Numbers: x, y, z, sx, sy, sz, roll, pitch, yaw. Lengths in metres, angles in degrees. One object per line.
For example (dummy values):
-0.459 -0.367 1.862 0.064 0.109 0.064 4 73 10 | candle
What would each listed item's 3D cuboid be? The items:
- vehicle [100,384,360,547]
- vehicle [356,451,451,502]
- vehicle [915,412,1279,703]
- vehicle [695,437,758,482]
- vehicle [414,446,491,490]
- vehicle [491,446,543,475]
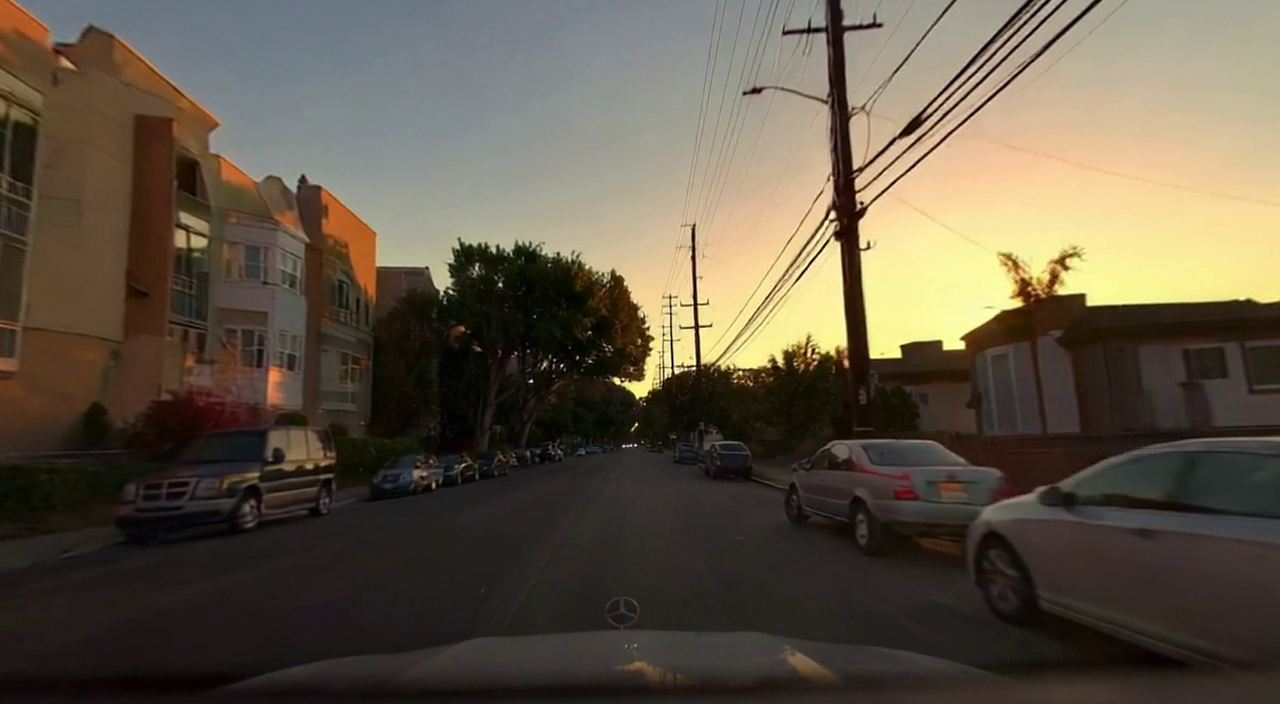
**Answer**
-7.157 2.030 11.728 1.889 2.463 4.142 0 -9 1 | vehicle
-7.768 4.101 21.209 1.873 1.437 4.068 -1 -8 -4 | vehicle
3.804 1.226 3.888 1.943 1.563 4.752 1 -9 -2 | vehicle
3.585 4.522 26.919 2.095 1.694 4.592 -1 -8 1 | vehicle
-7.759 4.841 26.602 1.917 1.618 4.825 -1 -10 -2 | vehicle
-7.480 6.643 38.877 2.145 1.488 4.646 -2 -7 1 | vehicle
